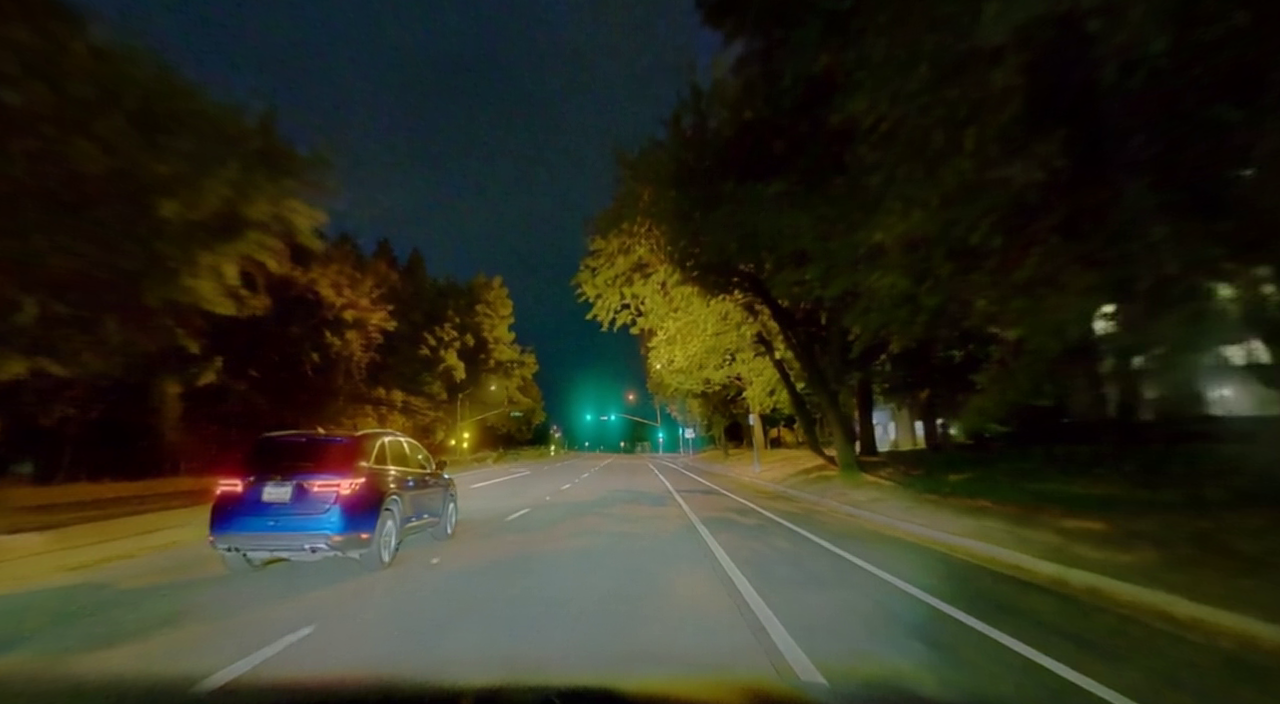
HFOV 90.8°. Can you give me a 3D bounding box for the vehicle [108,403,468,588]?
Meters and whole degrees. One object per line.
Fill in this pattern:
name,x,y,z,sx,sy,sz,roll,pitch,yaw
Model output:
vehicle,-3.923,1.680,8.213,2.121,1.724,4.392,0,-9,0
